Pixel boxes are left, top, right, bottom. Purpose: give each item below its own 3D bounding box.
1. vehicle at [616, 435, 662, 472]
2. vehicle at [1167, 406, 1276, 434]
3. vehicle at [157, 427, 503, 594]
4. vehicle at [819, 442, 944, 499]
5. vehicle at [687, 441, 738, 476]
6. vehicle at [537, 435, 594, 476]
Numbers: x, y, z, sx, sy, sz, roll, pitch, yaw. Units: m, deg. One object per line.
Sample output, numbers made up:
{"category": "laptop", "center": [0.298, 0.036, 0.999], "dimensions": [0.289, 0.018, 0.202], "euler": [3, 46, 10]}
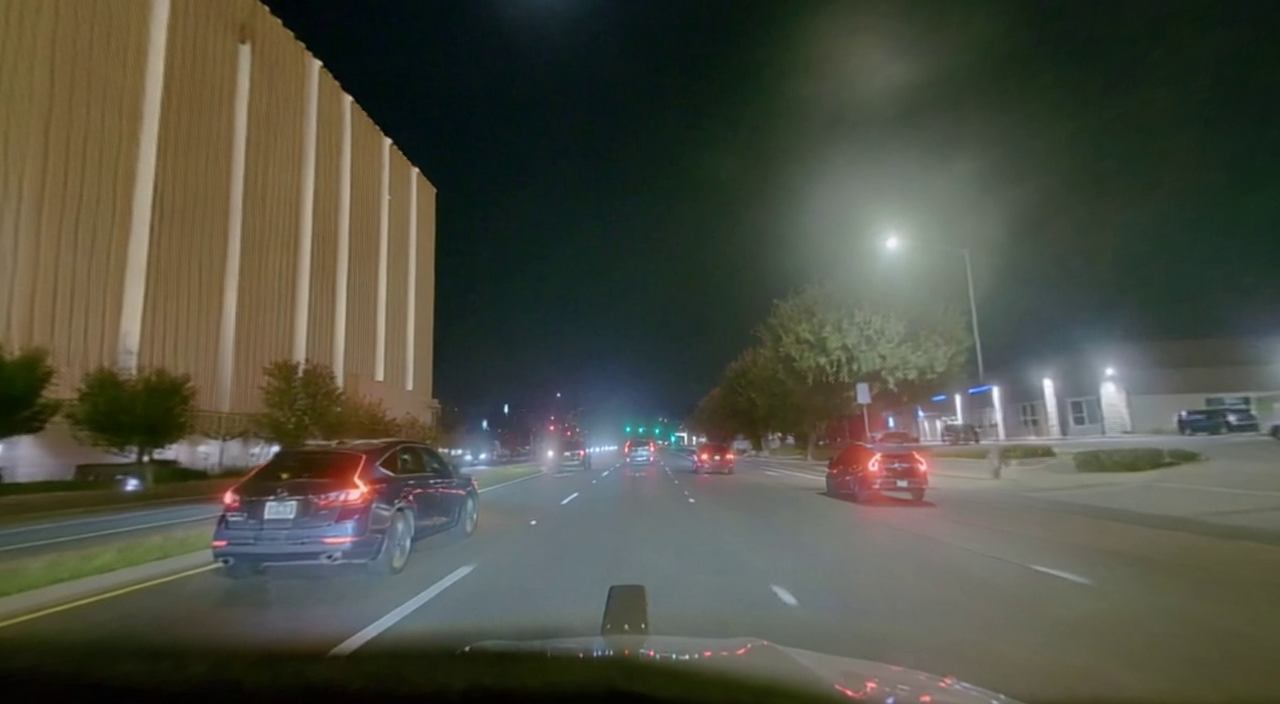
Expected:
{"category": "vehicle", "center": [-0.042, 5.480, 34.208], "dimensions": [2.304, 1.795, 4.526], "euler": [0, -8, 0]}
{"category": "vehicle", "center": [33.476, 3.998, 36.388], "dimensions": [1.762, 1.432, 4.136], "euler": [4, -10, -29]}
{"category": "vehicle", "center": [-3.303, 1.770, 7.981], "dimensions": [2.095, 1.486, 4.411], "euler": [0, -8, 1]}
{"category": "vehicle", "center": [6.938, 3.421, 18.735], "dimensions": [1.865, 1.458, 4.605], "euler": [0, -8, 0]}
{"category": "vehicle", "center": [3.253, 4.870, 29.001], "dimensions": [1.884, 1.458, 4.245], "euler": [0, -8, 1]}
{"category": "vehicle", "center": [-3.451, 4.885, 30.032], "dimensions": [2.117, 1.799, 4.442], "euler": [0, -8, 1]}
